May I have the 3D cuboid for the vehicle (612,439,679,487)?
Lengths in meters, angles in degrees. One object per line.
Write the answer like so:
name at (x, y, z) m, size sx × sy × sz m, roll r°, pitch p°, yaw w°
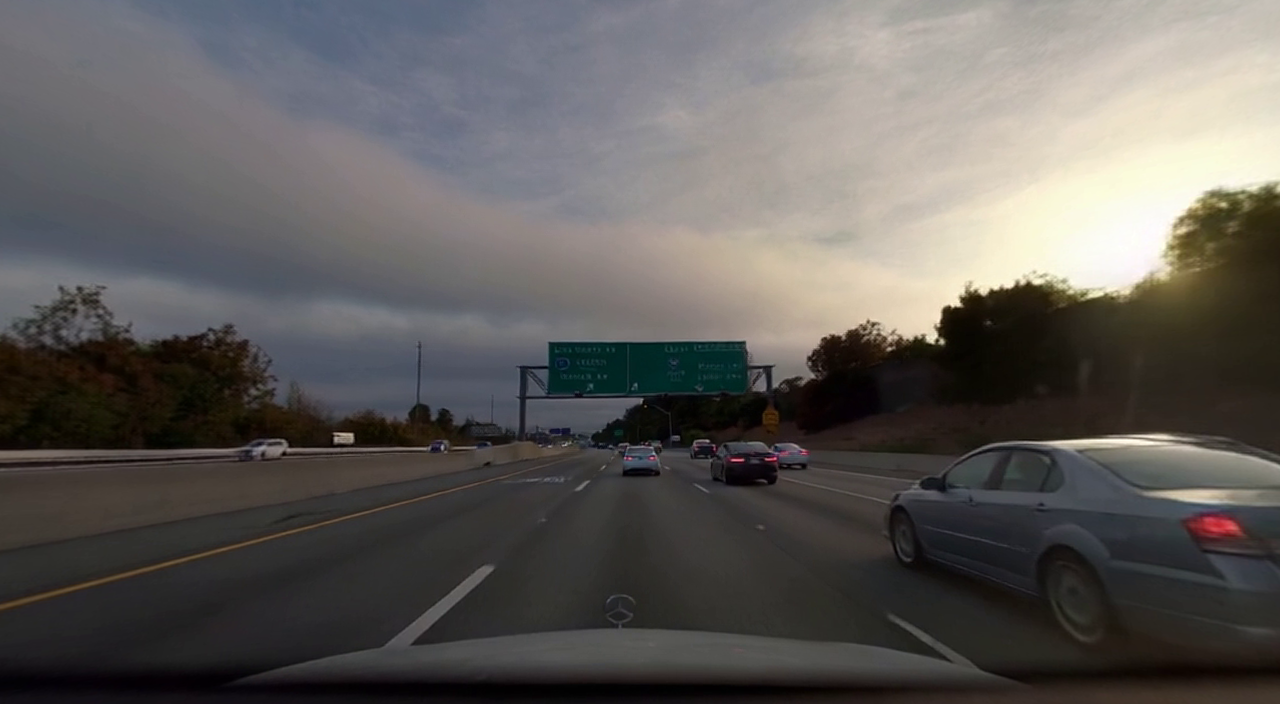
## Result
vehicle at (0.118, 3.798, 21.916) m, size 2.098 × 1.475 × 3.997 m, roll 0°, pitch -9°, yaw -1°

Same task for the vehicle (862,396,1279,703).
vehicle at (3.411, 1.223, 4.372) m, size 1.993 × 1.504 × 4.781 m, roll 0°, pitch -9°, yaw 0°

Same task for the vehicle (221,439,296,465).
vehicle at (-25.931, 6.808, 43.197) m, size 2.105 × 1.666 × 4.914 m, roll 0°, pitch -9°, yaw 0°

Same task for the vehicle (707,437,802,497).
vehicle at (3.176, 3.277, 18.394) m, size 1.856 × 1.517 × 4.198 m, roll 0°, pitch -9°, yaw -2°
